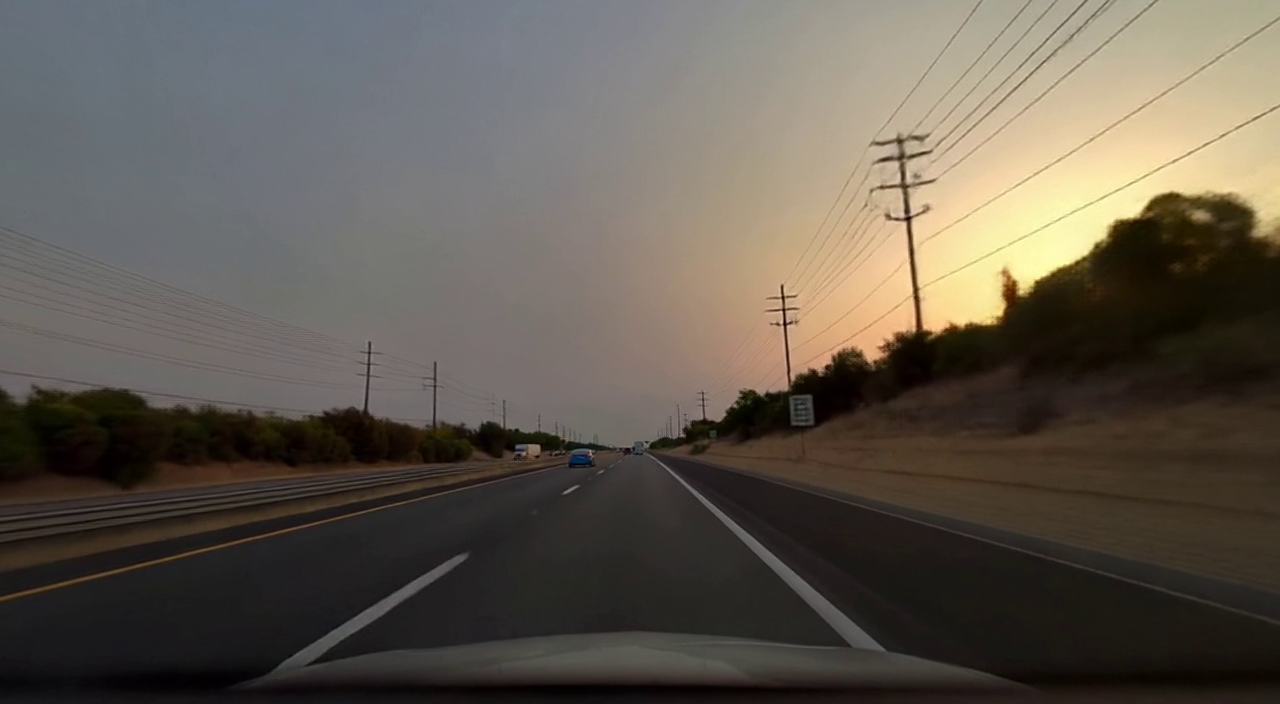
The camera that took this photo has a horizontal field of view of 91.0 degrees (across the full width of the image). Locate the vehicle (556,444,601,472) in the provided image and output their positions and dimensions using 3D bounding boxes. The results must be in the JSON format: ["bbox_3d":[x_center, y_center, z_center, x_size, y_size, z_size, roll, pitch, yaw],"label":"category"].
[{"bbox_3d":[-3.548,6.200,37.010,2.106,1.543,4.465,0,-9,1],"label":"vehicle"}]
